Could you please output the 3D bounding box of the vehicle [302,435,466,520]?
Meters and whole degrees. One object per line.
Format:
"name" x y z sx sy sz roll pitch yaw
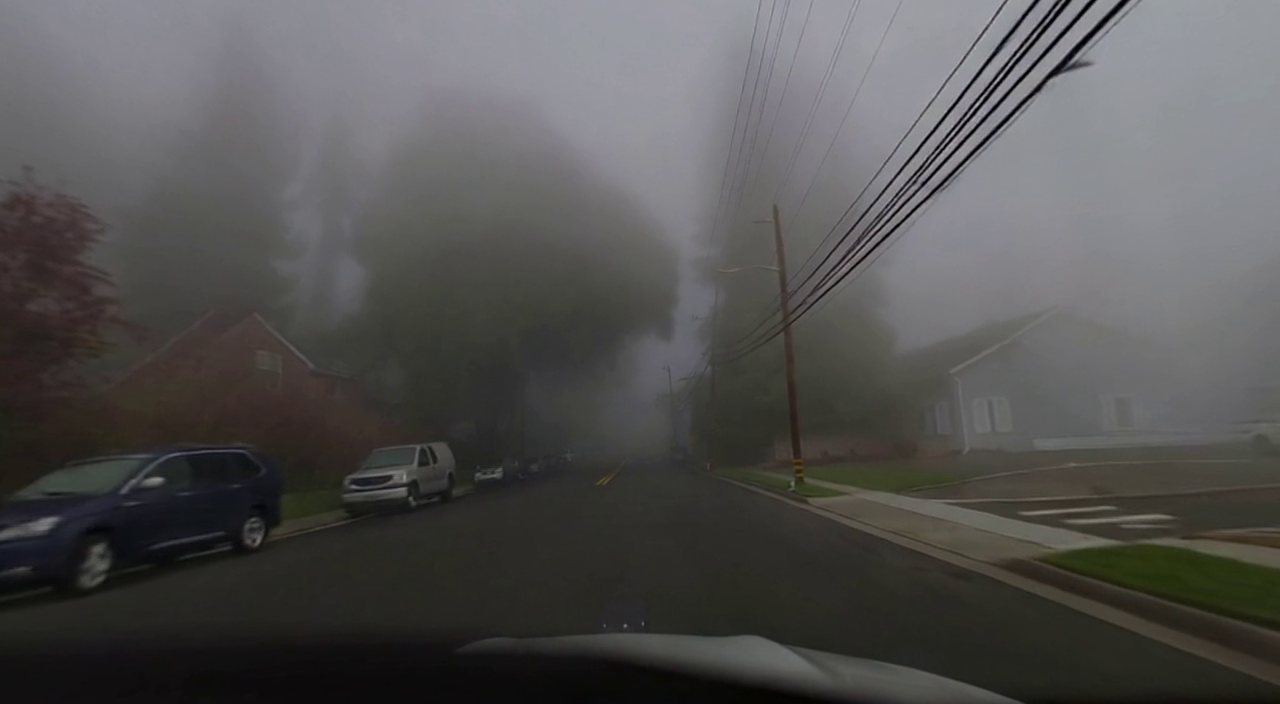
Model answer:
"vehicle" -6.866 3.374 17.904 2.144 1.955 6.159 -1 -8 -1

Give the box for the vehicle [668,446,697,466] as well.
"vehicle" 3.216 7.934 48.282 1.943 1.469 4.504 0 -9 0

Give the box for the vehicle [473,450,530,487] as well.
"vehicle" -7.008 5.930 32.380 1.852 1.510 4.812 -3 -7 -1

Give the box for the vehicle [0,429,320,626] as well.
"vehicle" -6.805 2.047 8.576 2.120 1.799 5.370 -1 -9 0
